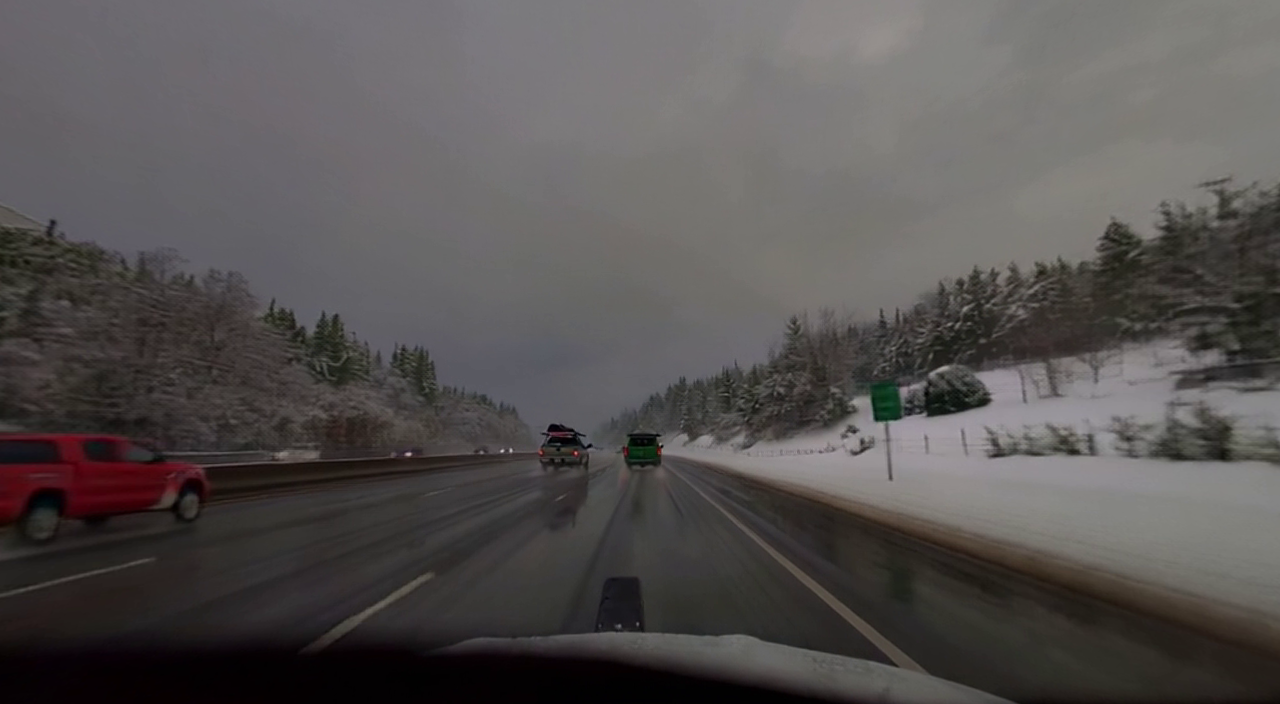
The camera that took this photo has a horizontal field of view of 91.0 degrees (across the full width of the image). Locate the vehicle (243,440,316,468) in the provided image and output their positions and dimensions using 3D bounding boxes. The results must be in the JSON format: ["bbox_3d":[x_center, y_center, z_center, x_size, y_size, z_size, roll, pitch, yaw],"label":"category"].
[{"bbox_3d":[-24.919,7.053,43.759,2.028,1.820,4.970,0,-9,1],"label":"vehicle"}]

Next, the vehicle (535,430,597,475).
[{"bbox_3d":[-3.419,4.814,30.240,2.250,1.947,4.860,0,-9,2],"label":"vehicle"}]

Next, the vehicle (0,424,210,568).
[{"bbox_3d":[-7.906,1.678,7.709,2.149,1.526,4.361,0,-9,1],"label":"vehicle"}]

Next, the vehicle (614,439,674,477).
[{"bbox_3d":[0.233,5.162,30.963,2.715,1.669,5.163,0,-9,1],"label":"vehicle"}]
